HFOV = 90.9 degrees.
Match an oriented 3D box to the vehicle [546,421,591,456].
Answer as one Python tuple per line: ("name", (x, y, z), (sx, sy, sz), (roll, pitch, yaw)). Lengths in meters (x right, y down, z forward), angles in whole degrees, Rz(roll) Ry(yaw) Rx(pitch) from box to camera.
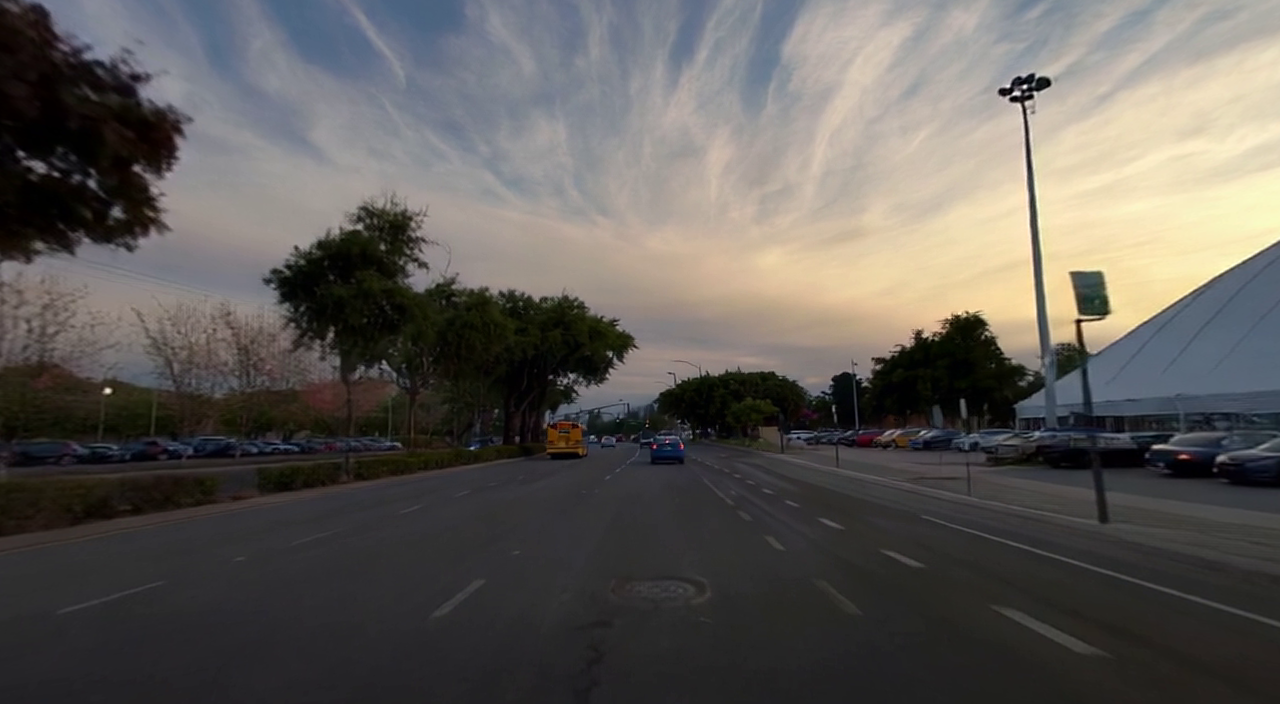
("vehicle", (-5.478, 6.805, 49.289), (2.485, 2.556, 6.363), (-1, -9, 3))

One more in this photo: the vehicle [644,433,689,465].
("vehicle", (1.295, 4.935, 32.055), (2.123, 1.498, 4.226), (0, -9, 1))

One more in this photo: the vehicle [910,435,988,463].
("vehicle", (19.961, 6.303, 41.118), (2.229, 1.661, 5.991), (0, -9, 2))

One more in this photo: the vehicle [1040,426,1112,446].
("vehicle", (34.279, 6.632, 49.682), (4.215, 1.462, 1.883), (0, -9, 0))

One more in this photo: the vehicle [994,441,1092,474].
("vehicle", (19.408, 5.078, 30.676), (1.849, 1.466, 4.831), (-1, -9, 4))
